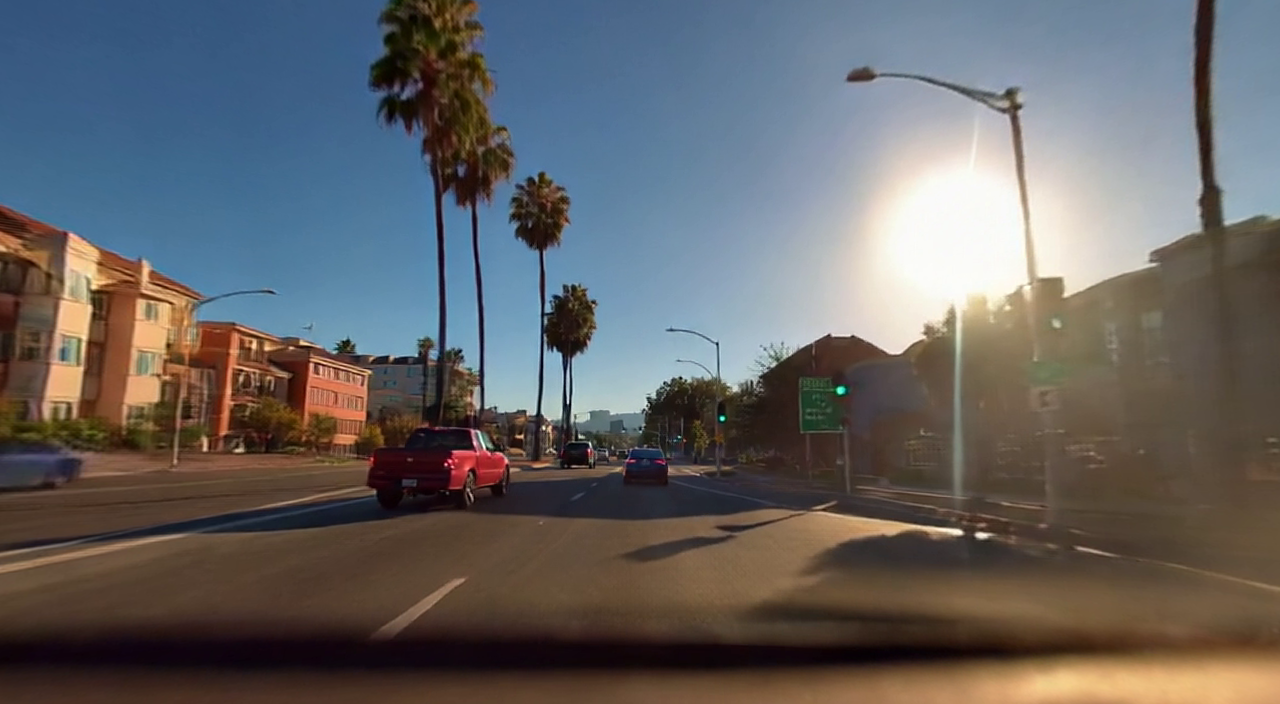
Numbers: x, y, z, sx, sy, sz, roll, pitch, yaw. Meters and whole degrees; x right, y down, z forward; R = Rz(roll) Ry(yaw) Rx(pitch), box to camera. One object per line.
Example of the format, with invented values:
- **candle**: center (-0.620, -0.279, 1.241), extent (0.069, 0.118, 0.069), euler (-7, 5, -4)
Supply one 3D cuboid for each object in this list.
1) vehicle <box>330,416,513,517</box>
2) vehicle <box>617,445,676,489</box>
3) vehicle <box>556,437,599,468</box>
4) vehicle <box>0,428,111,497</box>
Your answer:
- **vehicle**: center (-4.815, 2.670, 15.148), extent (2.187, 1.904, 6.103), euler (0, -9, 1)
- **vehicle**: center (0.252, 4.496, 24.844), extent (2.122, 1.562, 4.152), euler (0, -9, 1)
- **vehicle**: center (-4.473, 7.340, 45.839), extent (2.447, 2.062, 5.911), euler (0, -9, 1)
- **vehicle**: center (-19.223, 3.295, 18.798), extent (2.179, 1.926, 5.037), euler (-1, -9, 3)
